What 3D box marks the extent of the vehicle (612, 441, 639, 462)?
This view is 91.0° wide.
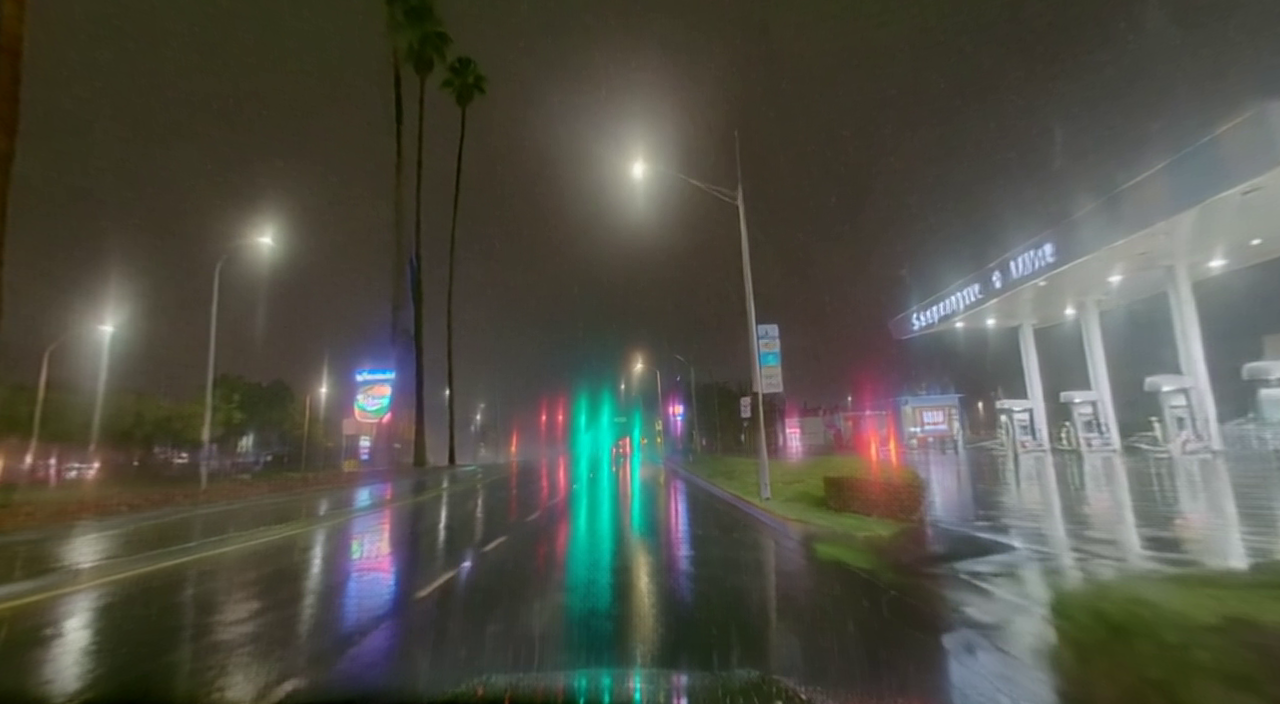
[{"bbox_3d":[-1.121,7.818,49.625,2.050,1.509,4.148,0,-8,-1],"label":"vehicle"}]
